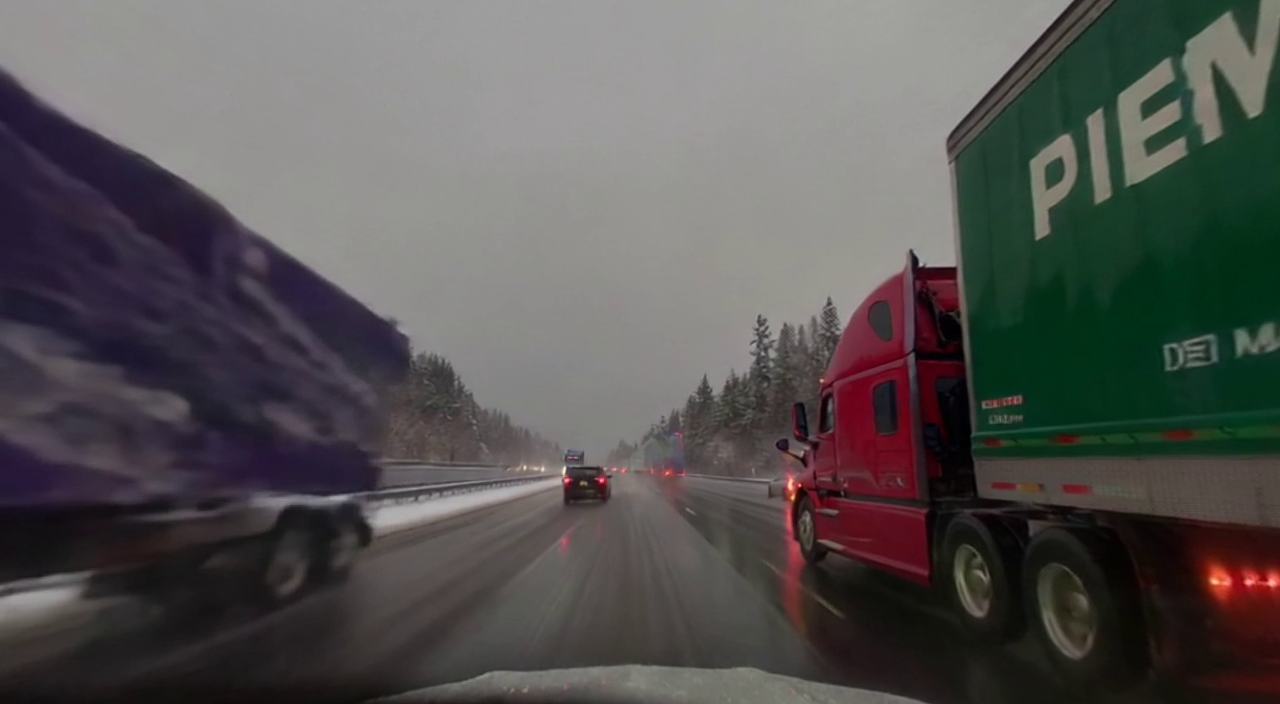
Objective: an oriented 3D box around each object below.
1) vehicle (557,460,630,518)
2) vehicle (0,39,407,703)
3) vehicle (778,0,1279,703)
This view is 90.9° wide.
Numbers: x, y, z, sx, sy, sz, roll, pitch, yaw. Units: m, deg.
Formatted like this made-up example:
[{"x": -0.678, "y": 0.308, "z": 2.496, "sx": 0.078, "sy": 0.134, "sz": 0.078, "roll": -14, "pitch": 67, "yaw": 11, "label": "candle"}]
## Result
[{"x": -1.332, "y": 4.253, "z": 19.939, "sx": 2.010, "sy": 1.580, "sz": 4.949, "roll": 1, "pitch": -10, "yaw": -1, "label": "vehicle"}, {"x": -4.819, "y": 0.461, "z": 5.140, "sx": 2.905, "sy": 3.400, "sz": 8.002, "roll": 1, "pitch": -10, "yaw": -2, "label": "vehicle"}, {"x": 3.867, "y": 0.059, "z": 3.322, "sx": 2.856, "sy": 4.040, "sz": 14.009, "roll": 1, "pitch": -10, "yaw": -1, "label": "vehicle"}]
